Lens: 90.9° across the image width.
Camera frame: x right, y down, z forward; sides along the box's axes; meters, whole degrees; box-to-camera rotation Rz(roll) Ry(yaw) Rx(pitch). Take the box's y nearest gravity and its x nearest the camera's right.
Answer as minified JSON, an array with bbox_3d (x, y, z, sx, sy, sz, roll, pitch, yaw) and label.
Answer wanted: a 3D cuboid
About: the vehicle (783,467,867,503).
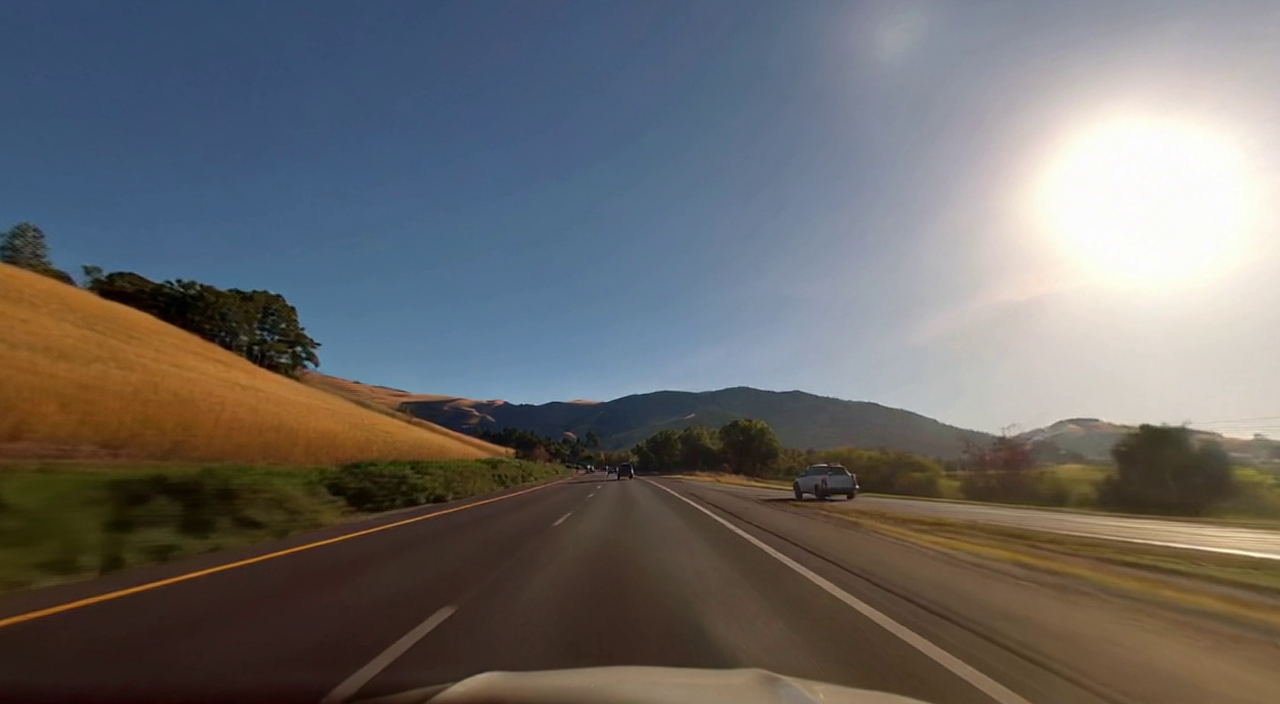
[{"bbox_3d":[9.637,6.964,33.258,2.089,1.770,4.571,4,-11,-15],"label":"vehicle"}]
